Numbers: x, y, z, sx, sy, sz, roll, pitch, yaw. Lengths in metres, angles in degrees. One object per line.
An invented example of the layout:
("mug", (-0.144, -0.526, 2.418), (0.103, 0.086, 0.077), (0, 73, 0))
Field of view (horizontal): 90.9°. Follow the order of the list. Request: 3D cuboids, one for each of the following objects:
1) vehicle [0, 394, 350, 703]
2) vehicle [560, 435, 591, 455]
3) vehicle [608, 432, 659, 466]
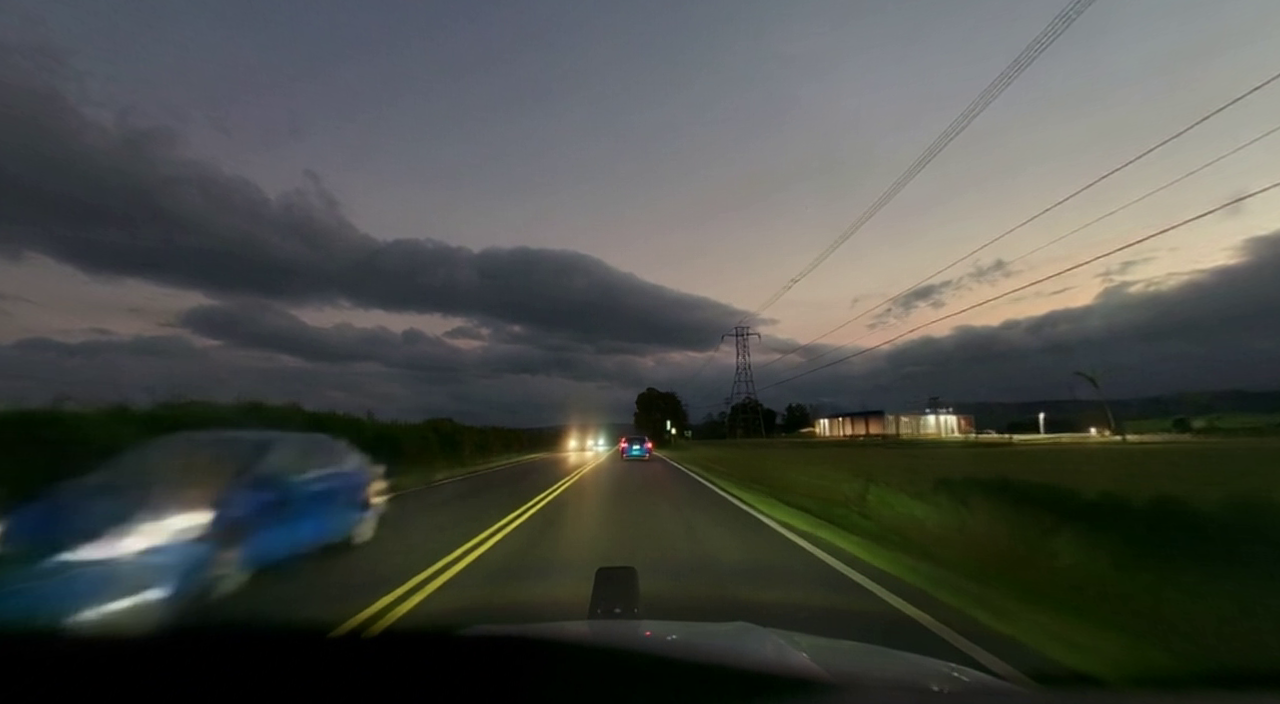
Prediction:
("vehicle", (-4.047, 1.164, 4.464), (2.019, 1.511, 4.290), (0, -8, -1))
("vehicle", (-4.909, 7.183, 48.709), (2.034, 1.484, 4.183), (0, -8, -1))
("vehicle", (-0.342, 4.524, 29.675), (2.241, 1.471, 3.829), (0, -8, -2))
